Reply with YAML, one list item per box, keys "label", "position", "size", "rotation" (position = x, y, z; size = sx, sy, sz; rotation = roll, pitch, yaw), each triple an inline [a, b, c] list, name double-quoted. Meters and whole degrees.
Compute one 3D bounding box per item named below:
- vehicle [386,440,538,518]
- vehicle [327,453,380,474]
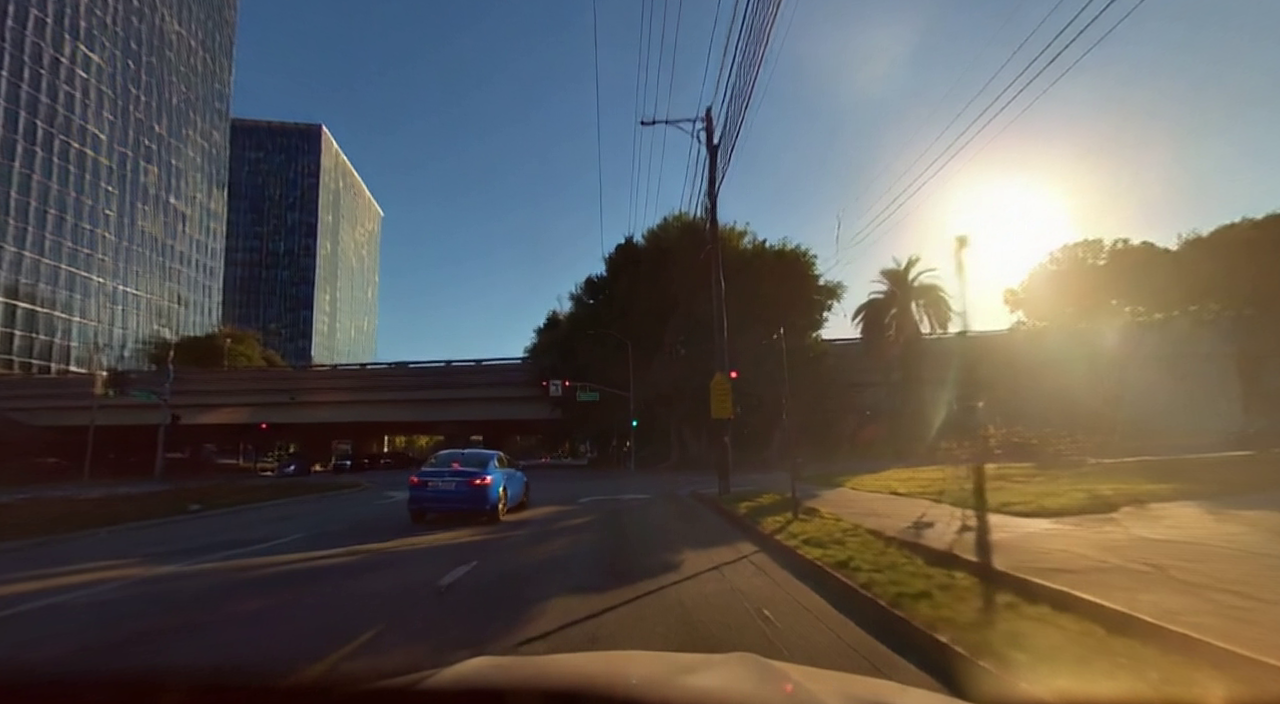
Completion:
- label: "vehicle"
  position: [-3.774, 2.798, 14.402]
  size: [2.154, 1.465, 4.532]
  rotation: [0, -9, 0]
- label: "vehicle"
  position: [-21.997, 8.587, 48.725]
  size: [2.051, 1.498, 4.337]
  rotation: [0, -9, -1]
